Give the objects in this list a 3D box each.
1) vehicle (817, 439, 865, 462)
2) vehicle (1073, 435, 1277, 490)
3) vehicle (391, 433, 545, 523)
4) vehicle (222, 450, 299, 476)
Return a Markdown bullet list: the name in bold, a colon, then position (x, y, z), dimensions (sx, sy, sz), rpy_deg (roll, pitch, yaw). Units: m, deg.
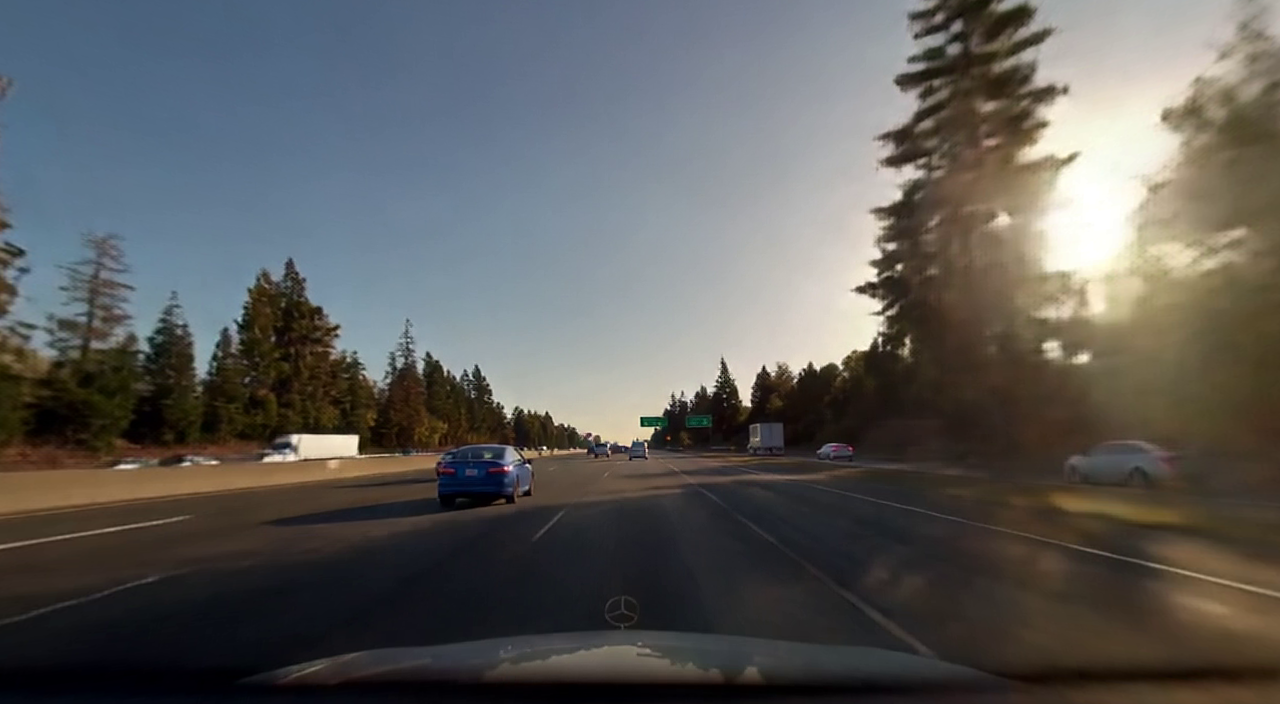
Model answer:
- **vehicle**: position (15.842, 7.790, 49.952), dimensions (2.081, 1.707, 4.756), rpy_deg (0, -9, -2)
- **vehicle**: position (15.965, 3.325, 19.331), dimensions (1.873, 1.463, 4.937), rpy_deg (0, -9, -1)
- **vehicle**: position (-3.306, 2.525, 13.142), dimensions (2.020, 1.554, 4.137), rpy_deg (0, -9, 0)
- **vehicle**: position (-24.516, 7.164, 41.053), dimensions (1.925, 1.612, 4.852), rpy_deg (0, -9, 0)
